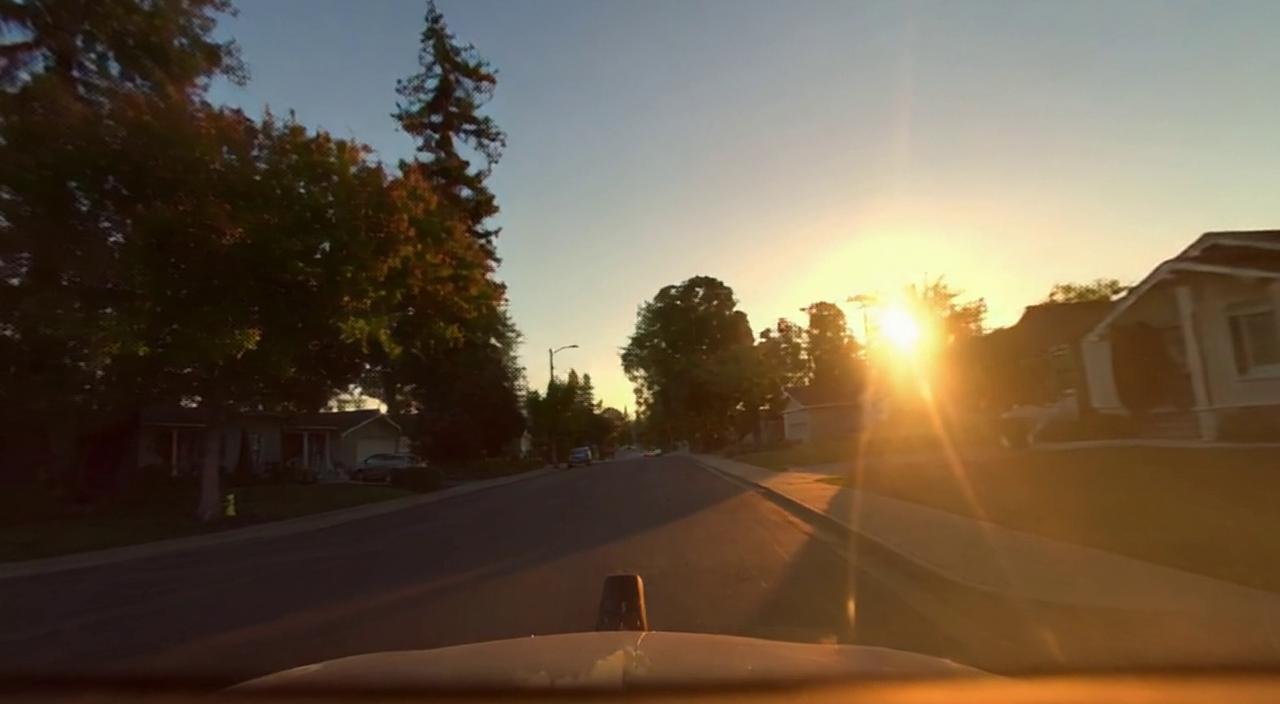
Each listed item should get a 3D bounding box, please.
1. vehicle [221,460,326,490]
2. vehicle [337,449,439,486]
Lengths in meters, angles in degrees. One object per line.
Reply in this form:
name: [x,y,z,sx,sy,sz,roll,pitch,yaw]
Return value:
vehicle: [-19.604,6.582,33.928,4.531,1.470,1.855,-2,-9,4]
vehicle: [-13.234,6.058,33.333,4.559,1.745,1.918,-1,-9,0]
